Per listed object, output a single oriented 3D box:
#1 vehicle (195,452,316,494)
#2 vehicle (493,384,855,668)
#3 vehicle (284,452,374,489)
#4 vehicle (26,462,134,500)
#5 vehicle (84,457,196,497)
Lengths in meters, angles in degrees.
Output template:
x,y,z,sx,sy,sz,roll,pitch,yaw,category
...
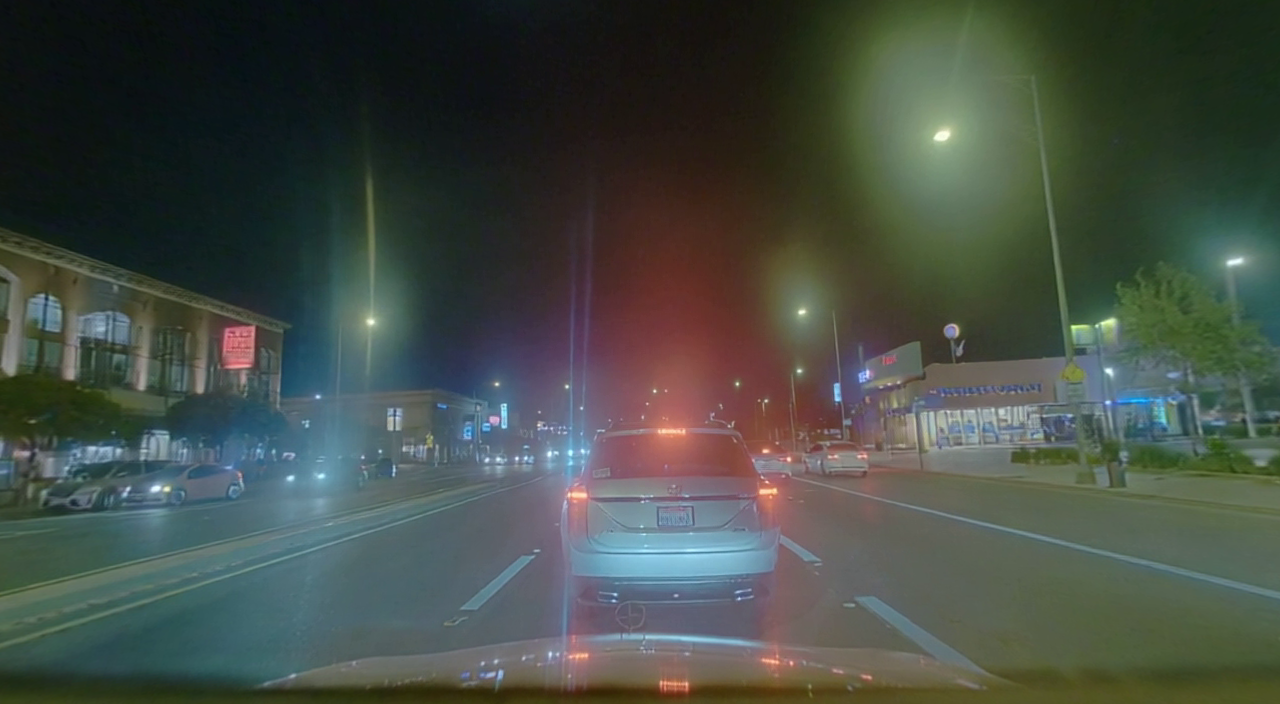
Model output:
x,y,z,sx,sy,sz,roll,pitch,yaw,category
-17.714,5.561,29.329,1.981,1.659,4.608,-5,-9,16,vehicle
0.203,1.310,5.738,2.125,1.669,3.880,0,-8,0,vehicle
-13.851,5.282,28.360,1.991,1.486,3.844,-1,-8,2,vehicle
-28.656,6.610,32.445,2.018,1.716,4.042,-1,-10,-5,vehicle
-25.842,6.416,32.847,2.026,1.808,4.835,0,-8,-2,vehicle
